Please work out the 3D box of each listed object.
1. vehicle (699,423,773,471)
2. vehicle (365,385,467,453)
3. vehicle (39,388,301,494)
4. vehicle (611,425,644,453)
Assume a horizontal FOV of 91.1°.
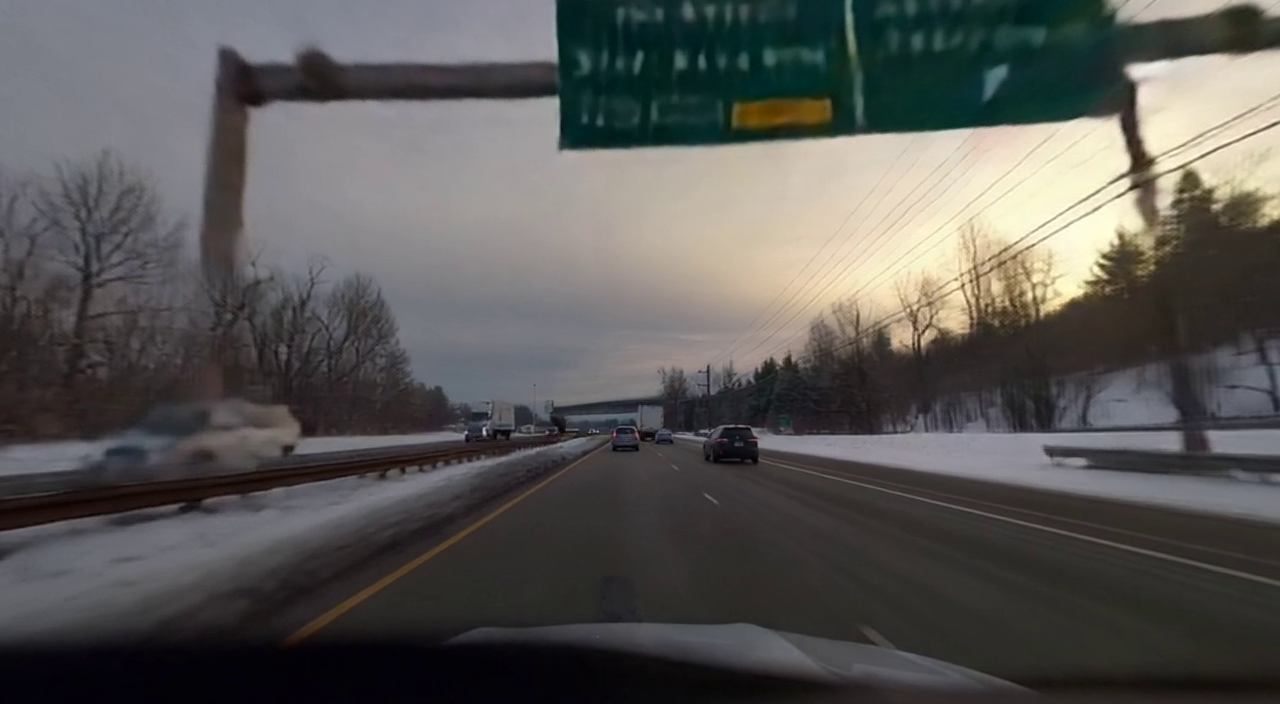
[{"bbox_3d":[3.421,3.470,23.148,2.062,1.581,3.914,0,-8,-1],"label":"vehicle"},{"bbox_3d":[-13.524,4.284,39.127,3.066,3.694,9.874,0,-8,-2],"label":"vehicle"},{"bbox_3d":[-9.059,1.779,12.734,1.996,1.760,4.273,0,-8,-1],"label":"vehicle"},{"bbox_3d":[-0.794,5.546,40.109,2.019,1.642,3.790,0,-8,-1],"label":"vehicle"}]
